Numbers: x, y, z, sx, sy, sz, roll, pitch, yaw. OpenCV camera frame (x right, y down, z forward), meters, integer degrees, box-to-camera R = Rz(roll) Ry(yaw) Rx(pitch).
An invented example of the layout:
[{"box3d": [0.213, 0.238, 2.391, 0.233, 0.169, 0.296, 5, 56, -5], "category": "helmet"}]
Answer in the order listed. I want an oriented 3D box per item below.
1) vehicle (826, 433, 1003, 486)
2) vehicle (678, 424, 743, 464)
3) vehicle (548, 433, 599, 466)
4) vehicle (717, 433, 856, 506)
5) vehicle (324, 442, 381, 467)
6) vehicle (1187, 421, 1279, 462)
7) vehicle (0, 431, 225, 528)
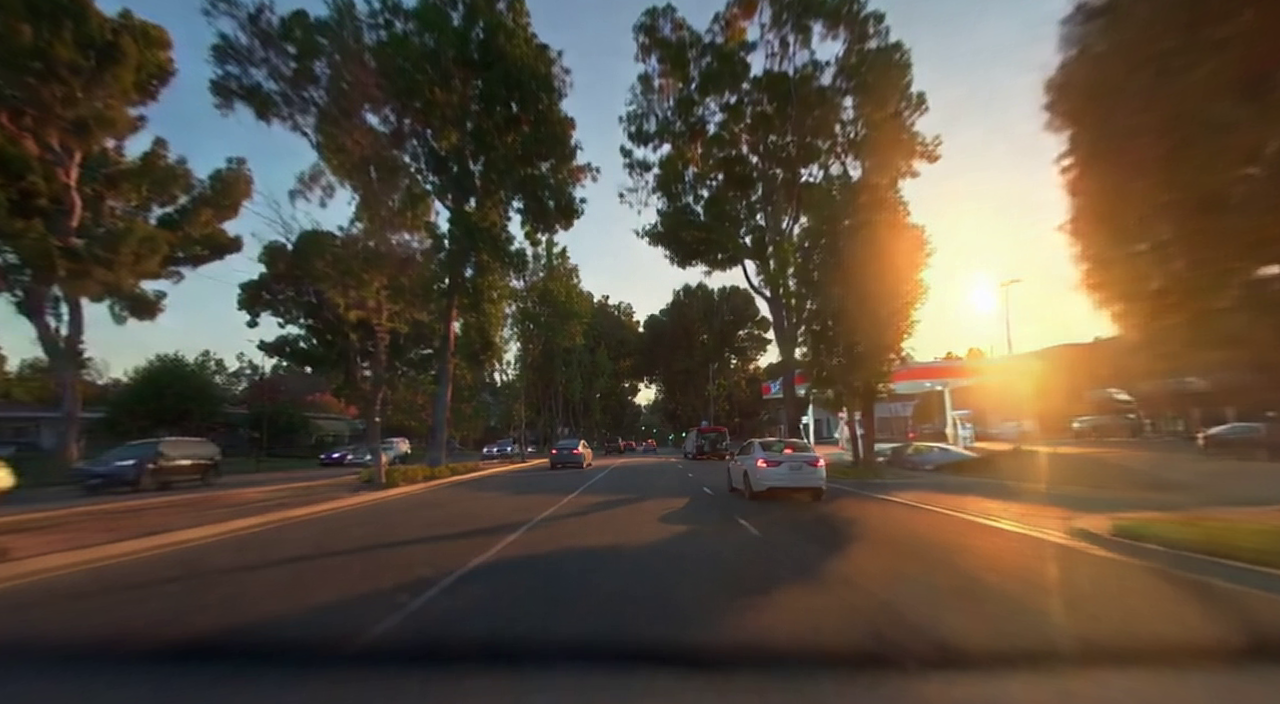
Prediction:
[{"box3d": [7.954, 3.158, 18.753, 4.514, 1.425, 1.937, -2, -8, 14], "category": "vehicle"}, {"box3d": [4.005, 5.456, 37.456, 3.245, 2.199, 6.295, 0, -8, 1], "category": "vehicle"}, {"box3d": [-3.568, 5.360, 34.761, 2.250, 1.713, 4.422, 0, -8, 1], "category": "vehicle"}, {"box3d": [3.263, 2.713, 15.147, 2.095, 1.475, 4.686, 0, -8, -1], "category": "vehicle"}, {"box3d": [-21.093, 7.540, 46.520, 1.957, 1.702, 4.544, 0, -8, 2], "category": "vehicle"}, {"box3d": [24.046, 3.459, 24.337, 1.921, 1.463, 4.380, 1, -8, 0], "category": "vehicle"}, {"box3d": [-11.404, 2.510, 13.249, 2.004, 1.509, 4.932, -2, -6, 1], "category": "vehicle"}]
